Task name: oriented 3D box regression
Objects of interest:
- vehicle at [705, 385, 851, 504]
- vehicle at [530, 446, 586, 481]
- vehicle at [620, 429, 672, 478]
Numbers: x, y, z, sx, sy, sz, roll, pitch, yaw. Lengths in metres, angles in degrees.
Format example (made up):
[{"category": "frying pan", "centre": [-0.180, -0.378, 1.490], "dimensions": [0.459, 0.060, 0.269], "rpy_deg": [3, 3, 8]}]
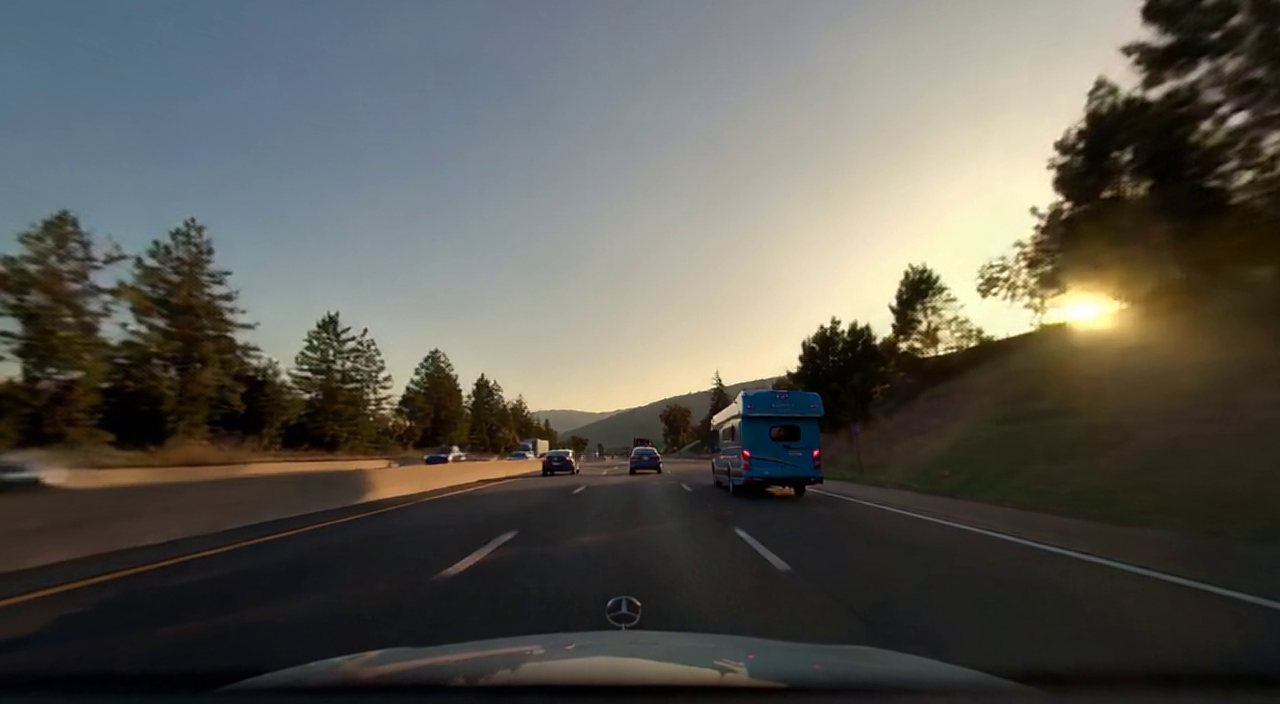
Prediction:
[{"category": "vehicle", "centre": [3.779, 2.826, 19.247], "dimensions": [2.607, 2.910, 7.252], "rpy_deg": [0, -9, -2]}, {"category": "vehicle", "centre": [-3.750, 5.218, 29.708], "dimensions": [1.959, 1.502, 4.559], "rpy_deg": [0, -9, 1]}, {"category": "vehicle", "centre": [0.280, 5.306, 33.084], "dimensions": [2.524, 2.310, 4.986], "rpy_deg": [0, -9, 0]}]
